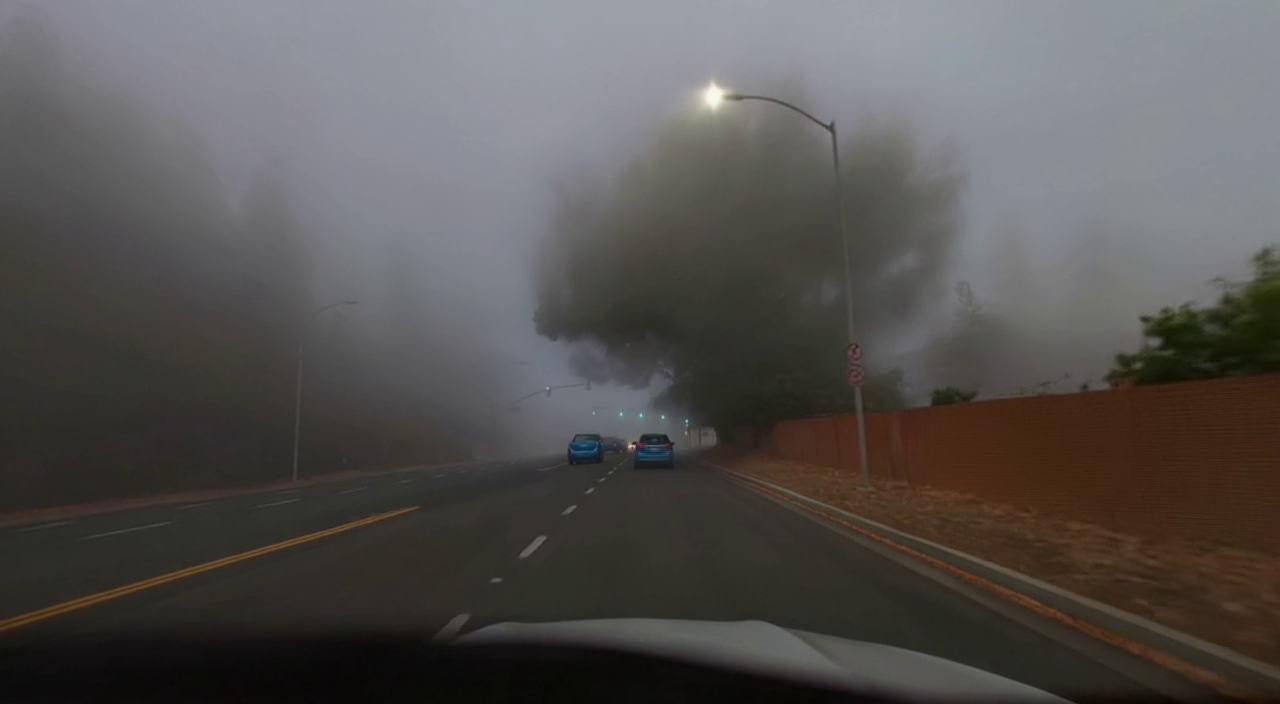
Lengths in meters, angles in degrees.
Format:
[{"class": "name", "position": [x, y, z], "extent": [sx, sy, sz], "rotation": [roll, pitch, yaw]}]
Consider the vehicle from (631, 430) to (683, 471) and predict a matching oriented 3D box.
[{"class": "vehicle", "position": [0.698, 4.320, 27.764], "extent": [2.127, 1.665, 3.993], "rotation": [0, -8, 1]}]

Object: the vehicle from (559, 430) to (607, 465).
[{"class": "vehicle", "position": [-3.054, 5.279, 34.832], "extent": [2.190, 1.766, 4.394], "rotation": [0, -8, 1]}]
